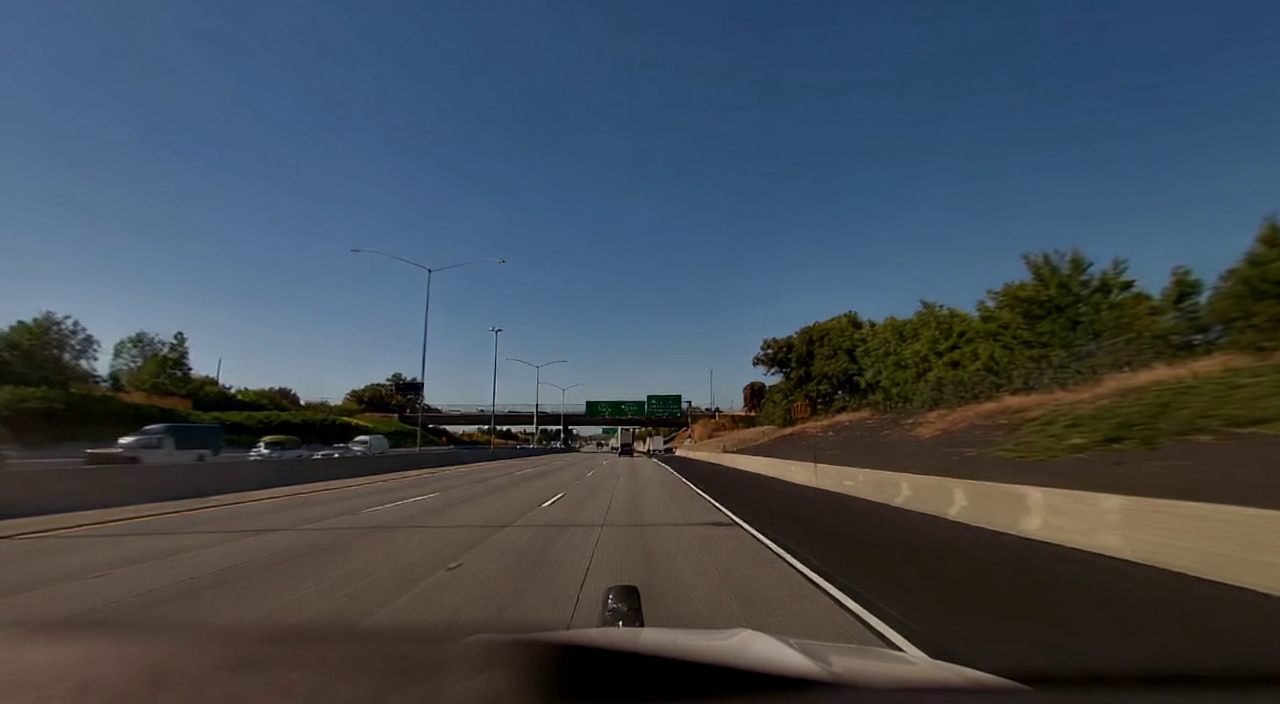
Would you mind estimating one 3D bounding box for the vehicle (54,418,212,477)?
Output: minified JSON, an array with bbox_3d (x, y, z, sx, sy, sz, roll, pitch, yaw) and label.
[{"bbox_3d":[-25.242,4.825,31.974,2.224,2.634,6.930,0,-9,-1],"label":"vehicle"}]
